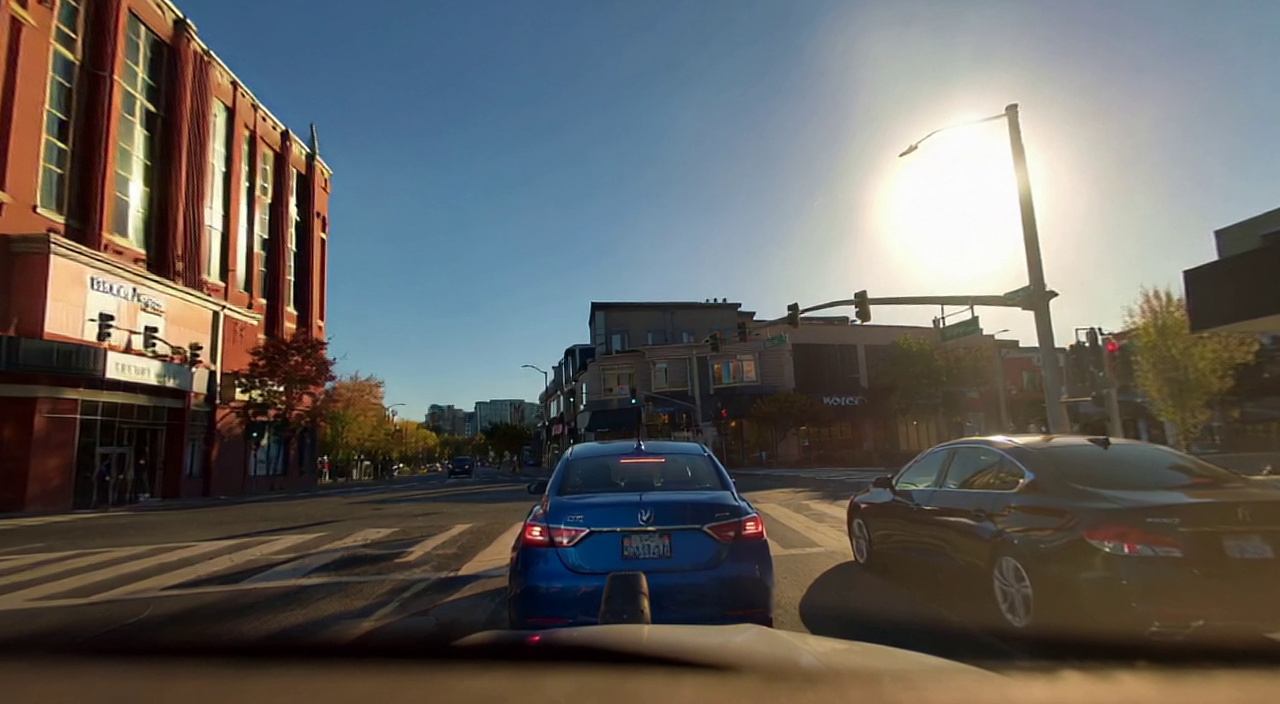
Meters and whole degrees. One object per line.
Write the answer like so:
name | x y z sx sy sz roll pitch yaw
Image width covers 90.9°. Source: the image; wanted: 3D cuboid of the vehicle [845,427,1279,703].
vehicle | 3.355 1.397 5.184 1.860 1.430 4.089 0 -8 -1

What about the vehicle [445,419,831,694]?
vehicle | -0.054 1.416 5.547 2.094 1.481 4.078 0 -8 -1
